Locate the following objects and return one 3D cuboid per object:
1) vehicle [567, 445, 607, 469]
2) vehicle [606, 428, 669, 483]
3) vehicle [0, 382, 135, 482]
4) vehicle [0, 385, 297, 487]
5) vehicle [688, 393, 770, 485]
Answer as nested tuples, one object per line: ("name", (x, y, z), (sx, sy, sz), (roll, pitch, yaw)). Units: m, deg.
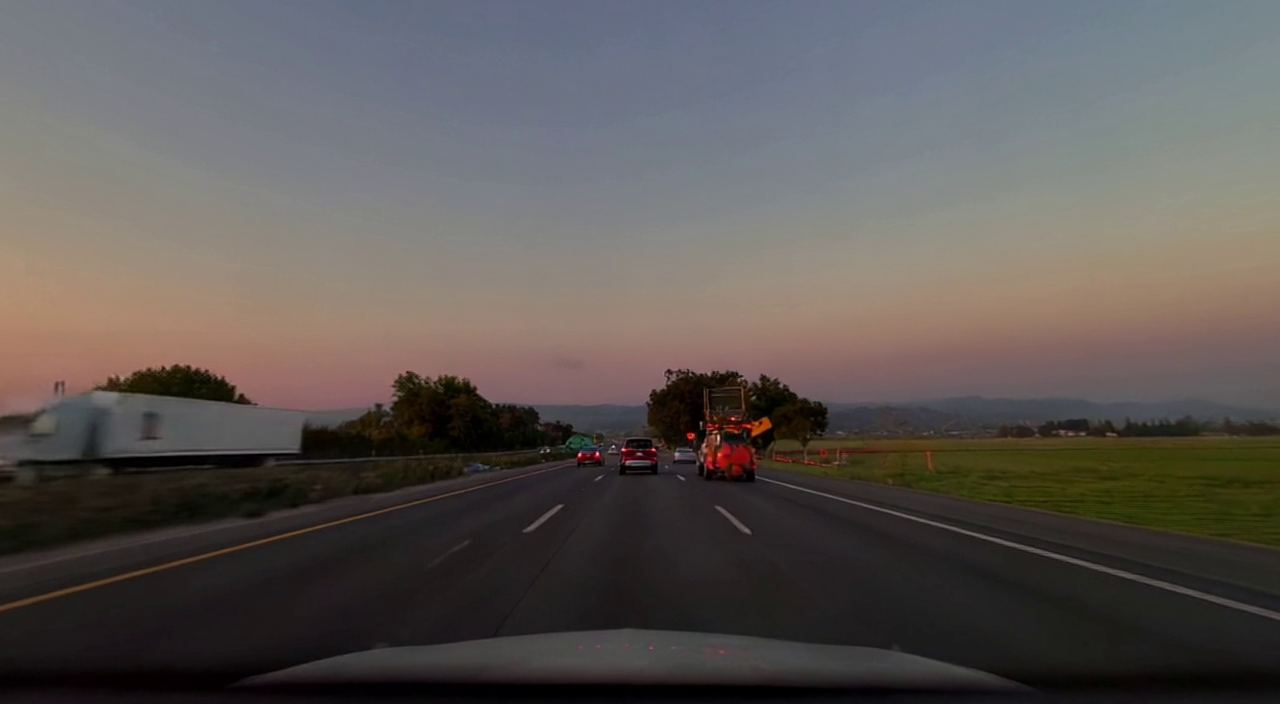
("vehicle", (-3.322, 6.669, 40.352), (2.096, 1.469, 4.319), (0, -8, 1))
("vehicle", (-0.065, 4.116, 25.417), (2.308, 1.993, 4.631), (0, -8, 1))
("vehicle", (-25.030, 3.326, 25.793), (2.998, 3.638, 6.625), (0, -8, 1))
("vehicle", (-25.046, 4.656, 34.084), (3.477, 4.162, 16.507), (0, -8, 1))
("vehicle", (4.060, 4.314, 31.109), (2.793, 3.828, 9.580), (0, -8, 1))
